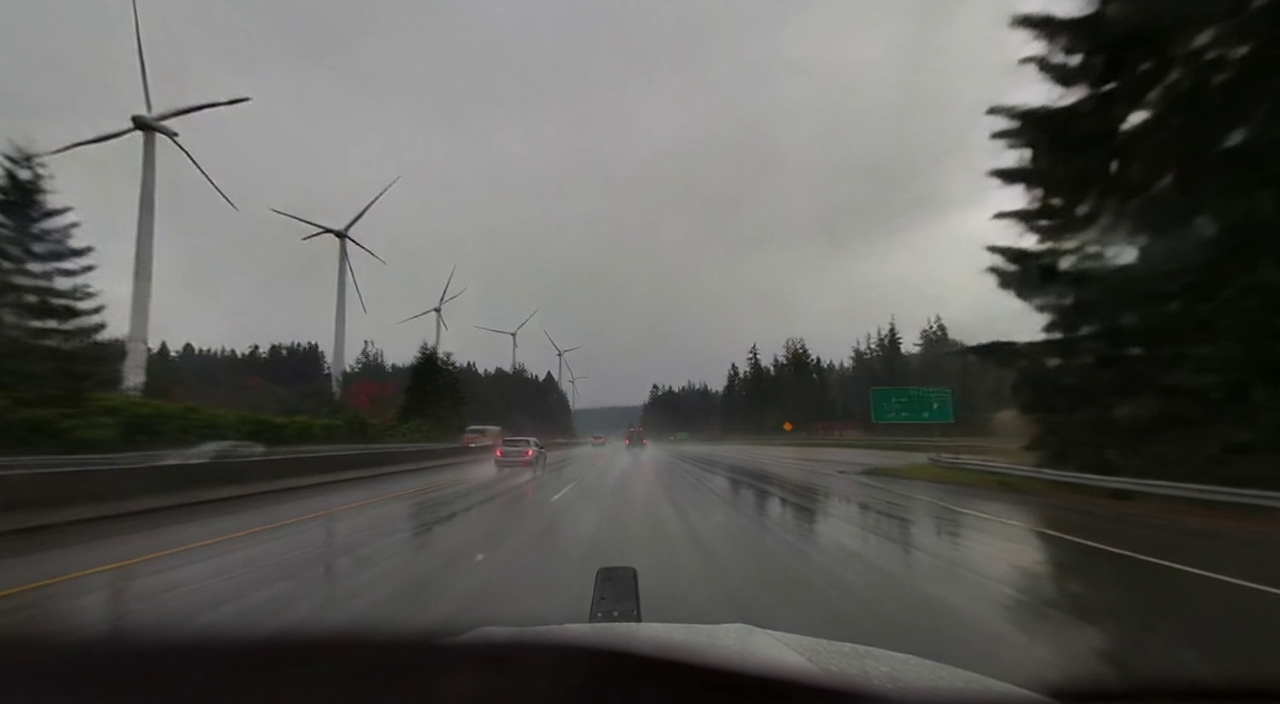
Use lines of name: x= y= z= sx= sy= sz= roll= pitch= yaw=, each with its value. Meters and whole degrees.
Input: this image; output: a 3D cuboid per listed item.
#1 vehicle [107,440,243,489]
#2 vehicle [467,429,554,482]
vehicle: x=-16.983 y=4.074 z=23.302 sx=1.890 sy=1.622 sz=4.117 roll=0 pitch=-8 yaw=-1
vehicle: x=-4.066 y=3.309 z=20.425 sx=1.950 sy=1.511 sz=3.965 roll=0 pitch=-8 yaw=0
